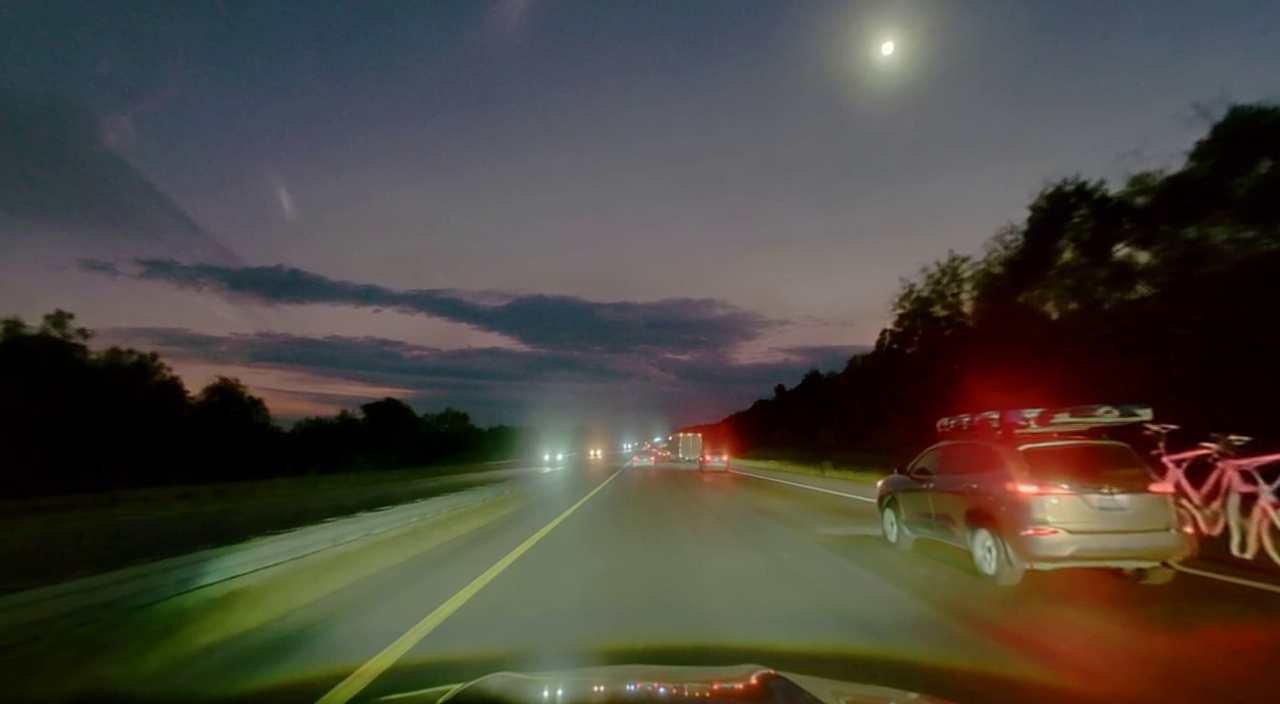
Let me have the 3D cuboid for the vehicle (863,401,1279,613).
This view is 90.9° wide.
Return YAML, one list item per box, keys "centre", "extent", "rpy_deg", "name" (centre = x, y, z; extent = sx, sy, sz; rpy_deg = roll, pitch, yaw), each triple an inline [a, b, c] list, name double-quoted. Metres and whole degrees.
- centre: [4.228, 1.515, 6.961]
  extent: [1.978, 1.604, 4.128]
  rpy_deg: [0, -9, 0]
  name: "vehicle"

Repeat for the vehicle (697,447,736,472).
- centre: [4.940, 6.999, 41.161]
  extent: [1.964, 1.513, 3.707]
  rpy_deg: [0, -9, -1]
  name: "vehicle"

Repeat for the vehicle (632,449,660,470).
- centre: [0.440, 7.851, 46.209]
  extent: [1.991, 1.459, 3.769]
  rpy_deg: [0, -9, 0]
  name: "vehicle"
